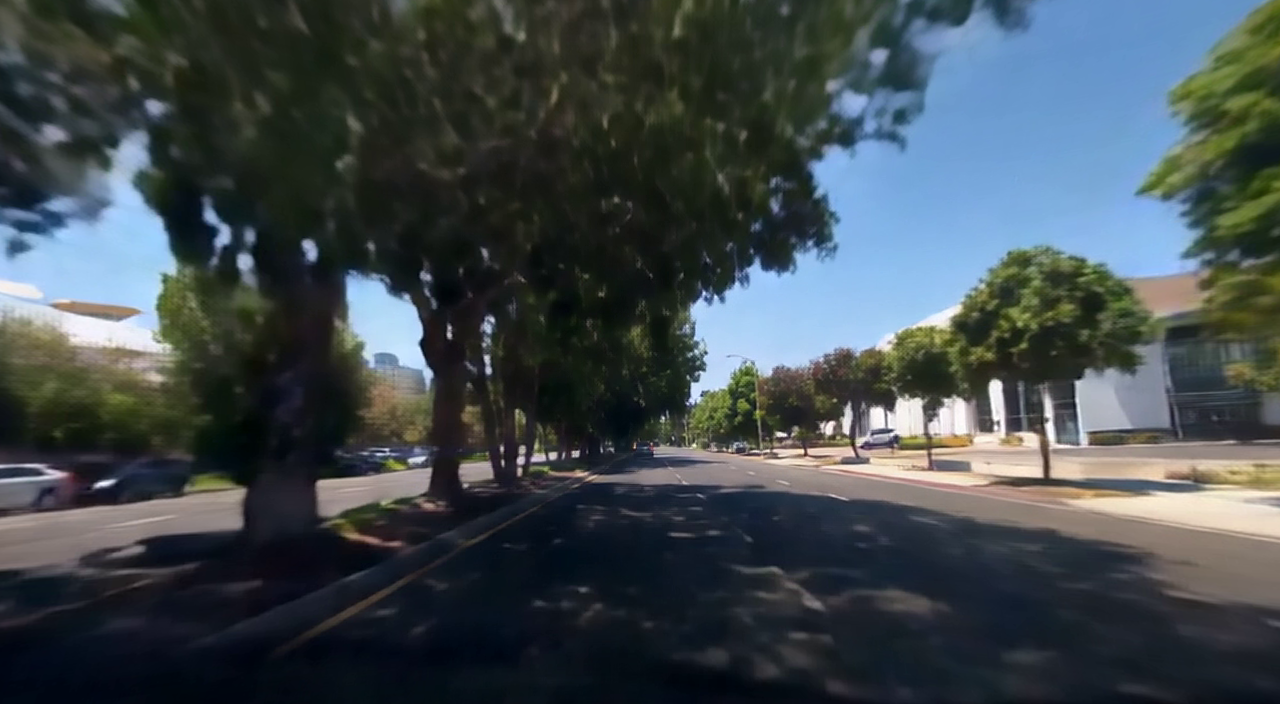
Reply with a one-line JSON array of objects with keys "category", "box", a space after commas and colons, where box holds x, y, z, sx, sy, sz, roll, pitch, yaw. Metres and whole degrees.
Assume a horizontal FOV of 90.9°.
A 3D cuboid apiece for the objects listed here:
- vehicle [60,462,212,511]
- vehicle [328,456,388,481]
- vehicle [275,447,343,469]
[{"category": "vehicle", "box": [-18.821, 4.998, 23.856, 1.861, 1.499, 4.535, -1, -8, 3]}, {"category": "vehicle", "box": [-18.575, 7.680, 41.742, 1.806, 1.454, 4.599, 0, -8, 1]}, {"category": "vehicle", "box": [-26.184, 8.393, 49.999, 4.314, 1.680, 1.822, 0, -8, -3]}]
